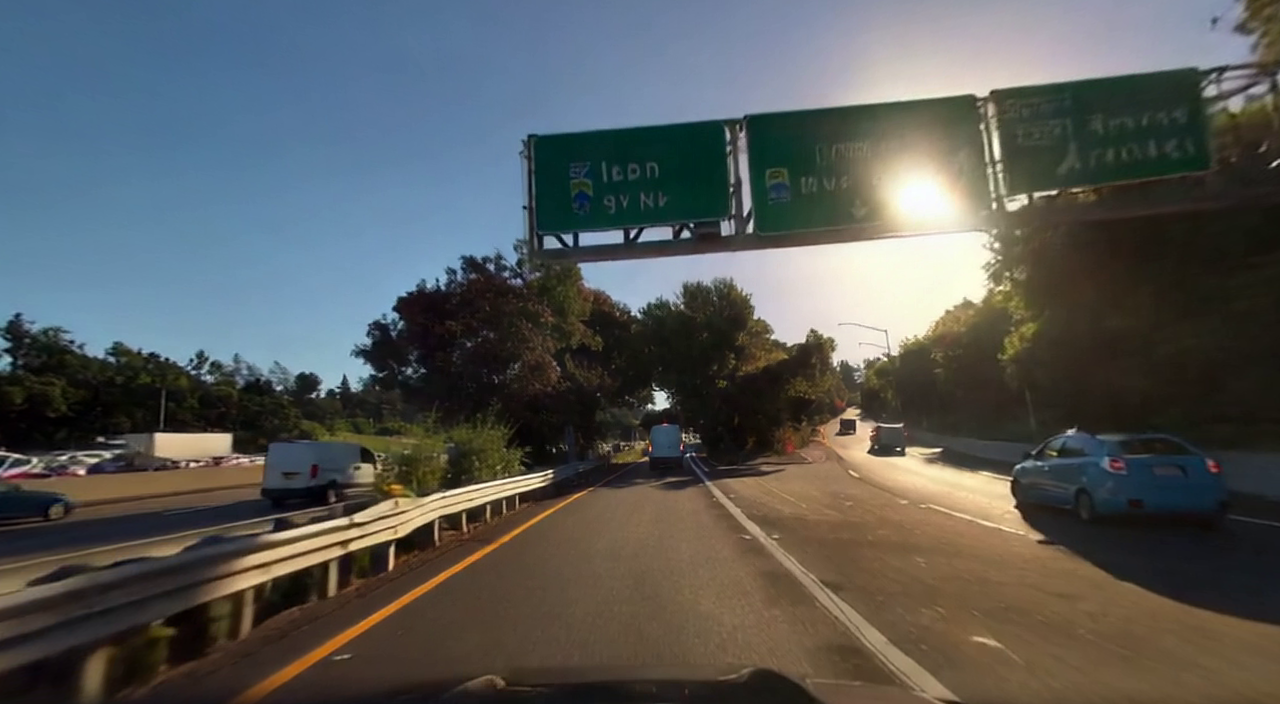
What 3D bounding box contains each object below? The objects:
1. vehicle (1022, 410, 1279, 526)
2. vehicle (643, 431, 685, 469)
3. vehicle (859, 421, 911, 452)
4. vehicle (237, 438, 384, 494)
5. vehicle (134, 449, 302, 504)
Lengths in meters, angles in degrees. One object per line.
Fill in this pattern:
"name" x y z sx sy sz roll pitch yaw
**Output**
"vehicle" 9.177 2.007 11.480 2.098 1.654 4.637 -2 -8 9
"vehicle" 1.248 5.192 33.688 2.043 1.821 4.558 -1 -8 1
"vehicle" 15.238 5.287 39.542 2.167 1.798 4.838 -2 -8 11
"vehicle" -13.054 4.512 25.682 2.298 1.964 6.364 -1 -8 3
"vehicle" -13.419 3.950 20.458 2.747 1.505 3.932 -1 -8 0
